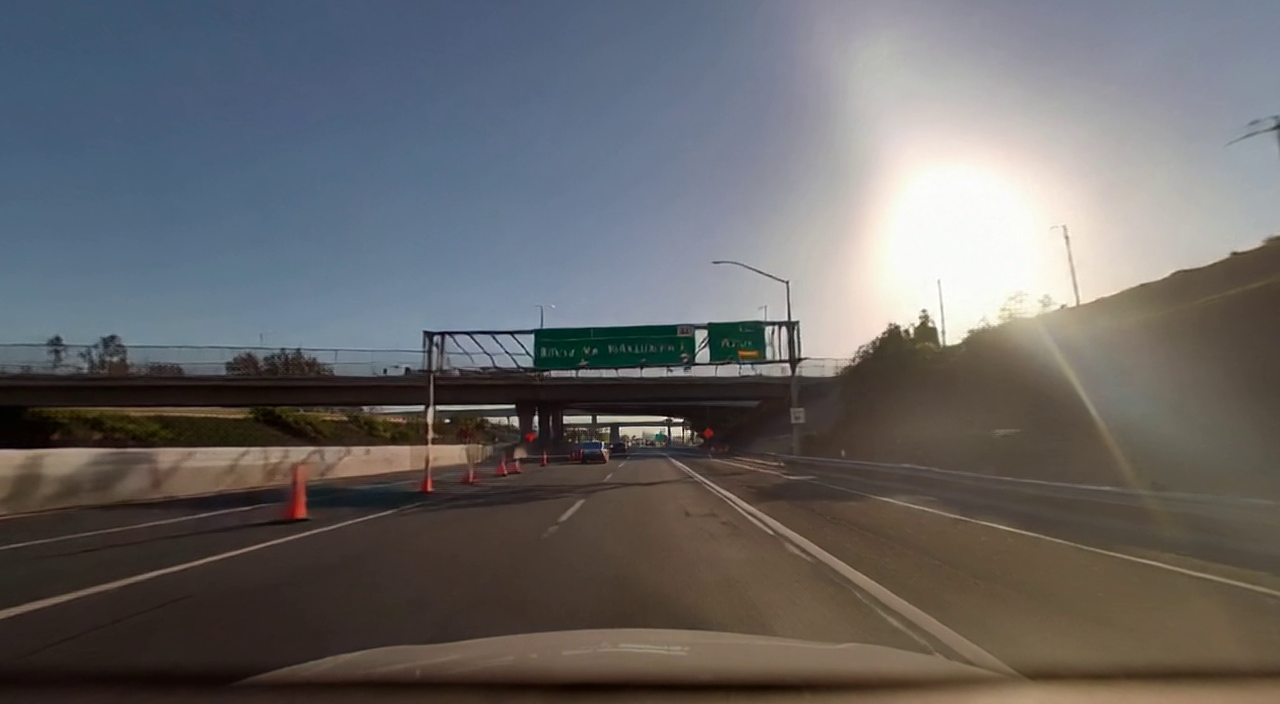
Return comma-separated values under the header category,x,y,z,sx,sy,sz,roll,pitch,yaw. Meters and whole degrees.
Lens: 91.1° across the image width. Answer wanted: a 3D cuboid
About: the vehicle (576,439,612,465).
category,x,y,z,sx,sy,sz,roll,pitch,yaw
vehicle,-3.062,6.774,42.750,2.078,1.629,4.059,0,-8,1
